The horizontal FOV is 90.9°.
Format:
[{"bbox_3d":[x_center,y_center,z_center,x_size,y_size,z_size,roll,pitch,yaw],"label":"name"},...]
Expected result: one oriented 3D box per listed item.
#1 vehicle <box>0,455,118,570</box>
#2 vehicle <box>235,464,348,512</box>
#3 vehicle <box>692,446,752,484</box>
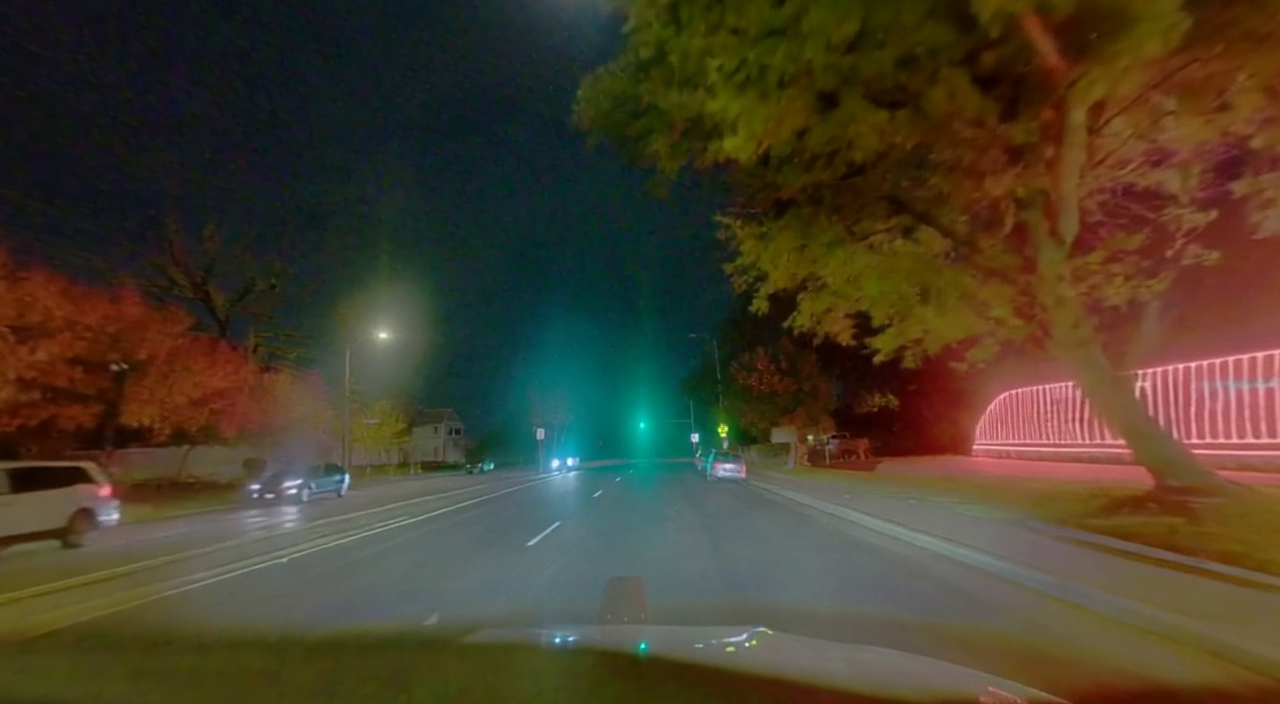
[{"bbox_3d":[-11.317,2.553,9.865,2.079,1.812,4.757,0,-9,2],"label":"vehicle"},{"bbox_3d":[-14.163,5.508,25.992,1.915,1.505,4.726,-5,-9,2],"label":"vehicle"},{"bbox_3d":[3.575,5.001,28.194,2.041,1.523,4.281,0,-9,-1],"label":"vehicle"}]
